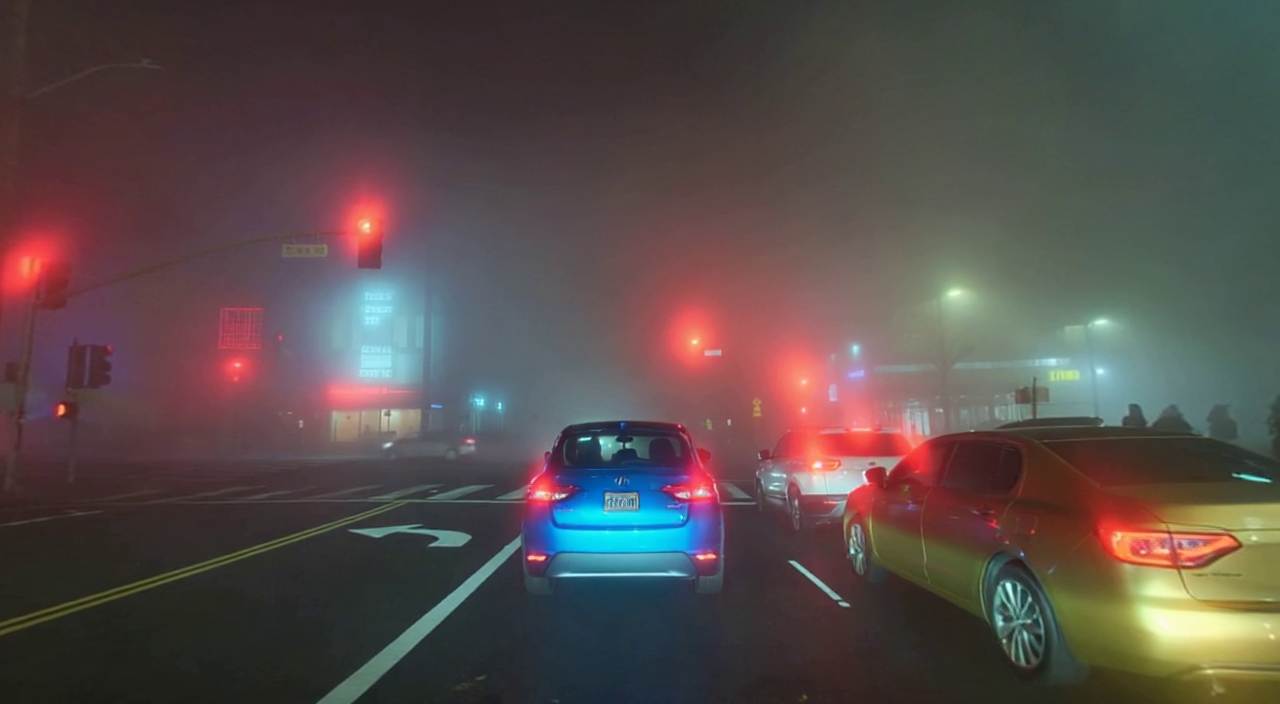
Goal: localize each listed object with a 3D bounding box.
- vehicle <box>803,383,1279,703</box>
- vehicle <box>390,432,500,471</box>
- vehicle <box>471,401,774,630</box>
[{"bbox_3d":[3.035,1.307,5.445,1.983,1.654,4.354,0,-8,-2],"label":"vehicle"},{"bbox_3d":[-9.732,4.951,31.579,5.003,1.799,2.066,-3,-9,20],"label":"vehicle"},{"bbox_3d":[-0.147,1.495,6.867,2.123,1.589,4.702,0,-8,-1],"label":"vehicle"}]
